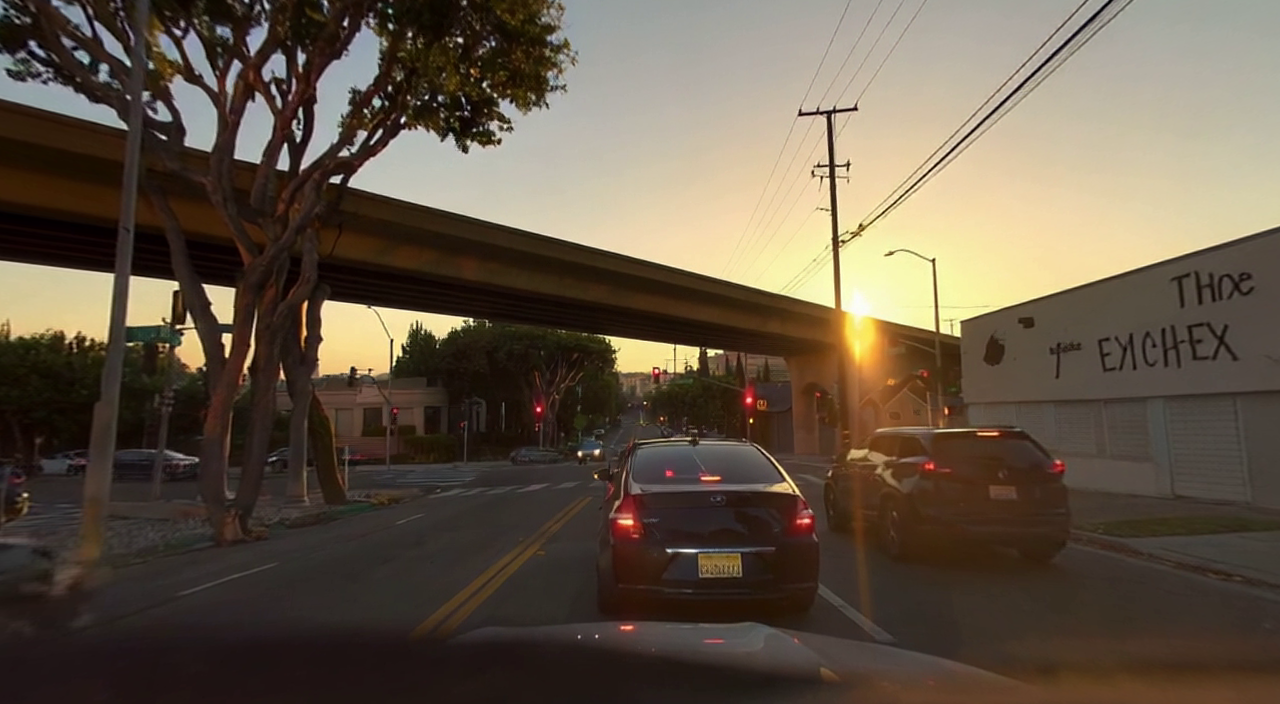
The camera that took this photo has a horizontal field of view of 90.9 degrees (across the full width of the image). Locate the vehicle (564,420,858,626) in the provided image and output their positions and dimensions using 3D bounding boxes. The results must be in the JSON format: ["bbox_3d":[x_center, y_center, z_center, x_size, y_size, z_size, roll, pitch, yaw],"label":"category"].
[{"bbox_3d":[0.518,1.544,6.705,2.101,1.467,4.210,0,-8,0],"label":"vehicle"}]

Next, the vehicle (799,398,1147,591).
[{"bbox_3d":[3.672,1.653,8.185,2.062,1.781,4.488,0,-8,0],"label":"vehicle"}]

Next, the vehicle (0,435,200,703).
[{"bbox_3d":[-3.947,0.949,1.618,2.082,1.484,4.865,0,-8,1],"label":"vehicle"}]

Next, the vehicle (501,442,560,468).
[{"bbox_3d":[-6.588,6.268,38.491,1.873,1.462,4.283,-3,-9,16],"label":"vehicle"}]
